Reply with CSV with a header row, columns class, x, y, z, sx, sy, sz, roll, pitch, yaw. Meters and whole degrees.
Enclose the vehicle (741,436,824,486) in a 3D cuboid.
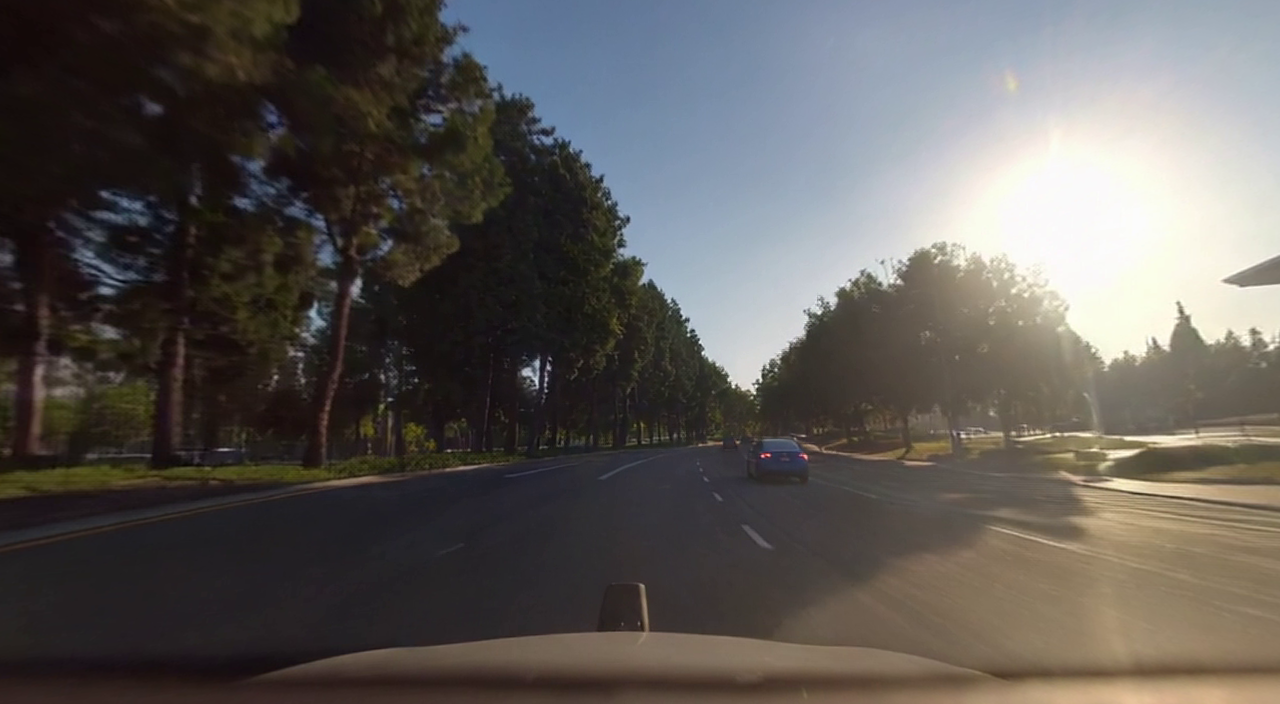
class,x,y,z,sx,sy,sz,roll,pitch,yaw
vehicle,4.595,3.576,21.058,1.928,1.481,4.453,0,-9,3
